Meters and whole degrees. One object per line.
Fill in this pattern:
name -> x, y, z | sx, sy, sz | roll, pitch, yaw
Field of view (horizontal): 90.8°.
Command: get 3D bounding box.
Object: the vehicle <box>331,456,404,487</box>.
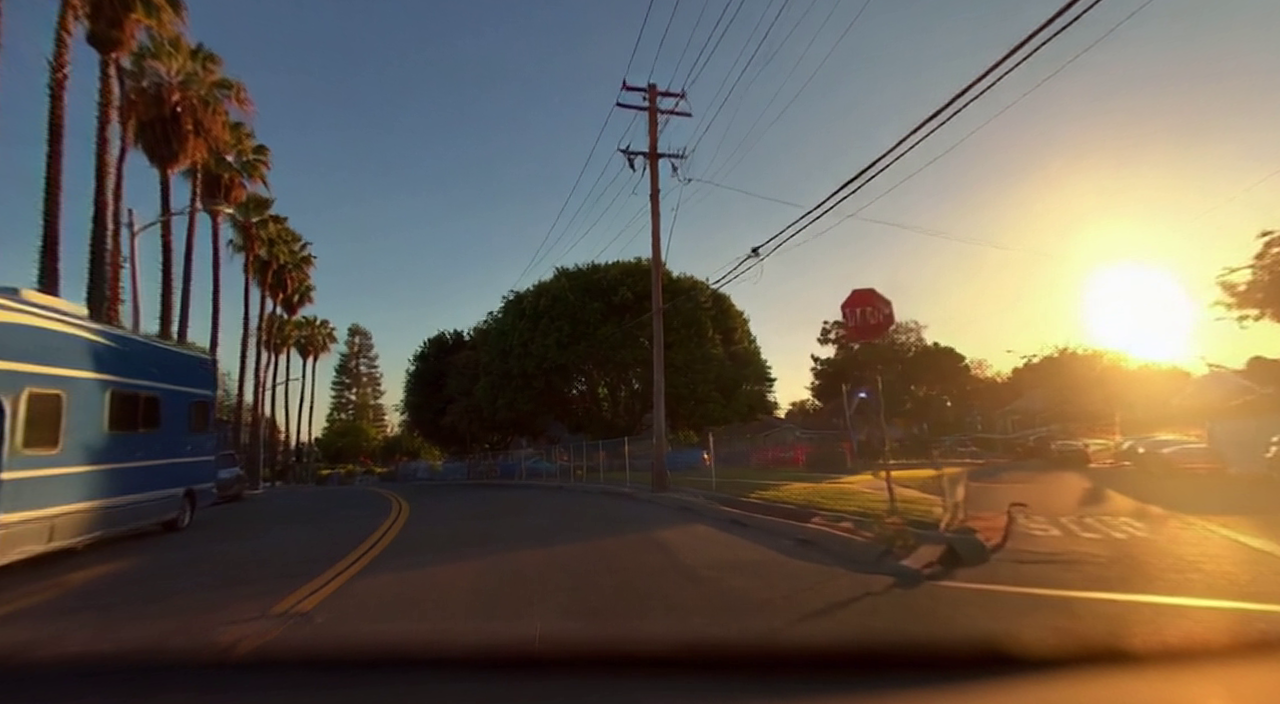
vehicle -> -18.955, 8.255, 43.889 | 4.586, 1.784, 1.890 | -2, -6, 22

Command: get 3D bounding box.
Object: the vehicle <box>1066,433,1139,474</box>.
vehicle -> 25.143, 5.440, 34.517 | 1.974, 1.894, 4.810 | -3, -6, 22

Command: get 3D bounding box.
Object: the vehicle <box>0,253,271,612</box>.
vehicle -> -8.969, 1.104, 9.078 | 3.216, 3.720, 11.364 | 1, -6, -14

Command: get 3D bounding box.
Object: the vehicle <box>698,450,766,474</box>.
vehicle -> 6.507, 7.716, 44.570 | 4.461, 1.417, 1.781 | 2, -6, -24

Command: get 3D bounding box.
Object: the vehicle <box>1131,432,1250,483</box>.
vehicle -> 21.601, 4.101, 25.047 | 2.016, 1.687, 4.272 | -2, -6, 19

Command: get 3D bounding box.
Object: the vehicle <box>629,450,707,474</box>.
vehicle -> 1.889, 7.424, 42.787 | 4.952, 1.472, 1.837 | 2, -7, -15

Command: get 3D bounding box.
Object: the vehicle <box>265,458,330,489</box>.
vehicle -> -25.703, 9.080, 47.344 | 4.844, 1.974, 2.092 | -4, -7, 31

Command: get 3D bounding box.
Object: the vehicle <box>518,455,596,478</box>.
vehicle -> -5.472, 7.560, 41.905 | 4.966, 1.377, 1.739 | 0, -6, -2

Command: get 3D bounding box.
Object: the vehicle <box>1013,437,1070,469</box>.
vehicle -> 28.991, 7.230, 45.796 | 2.094, 1.992, 4.941 | -2, -6, 17
